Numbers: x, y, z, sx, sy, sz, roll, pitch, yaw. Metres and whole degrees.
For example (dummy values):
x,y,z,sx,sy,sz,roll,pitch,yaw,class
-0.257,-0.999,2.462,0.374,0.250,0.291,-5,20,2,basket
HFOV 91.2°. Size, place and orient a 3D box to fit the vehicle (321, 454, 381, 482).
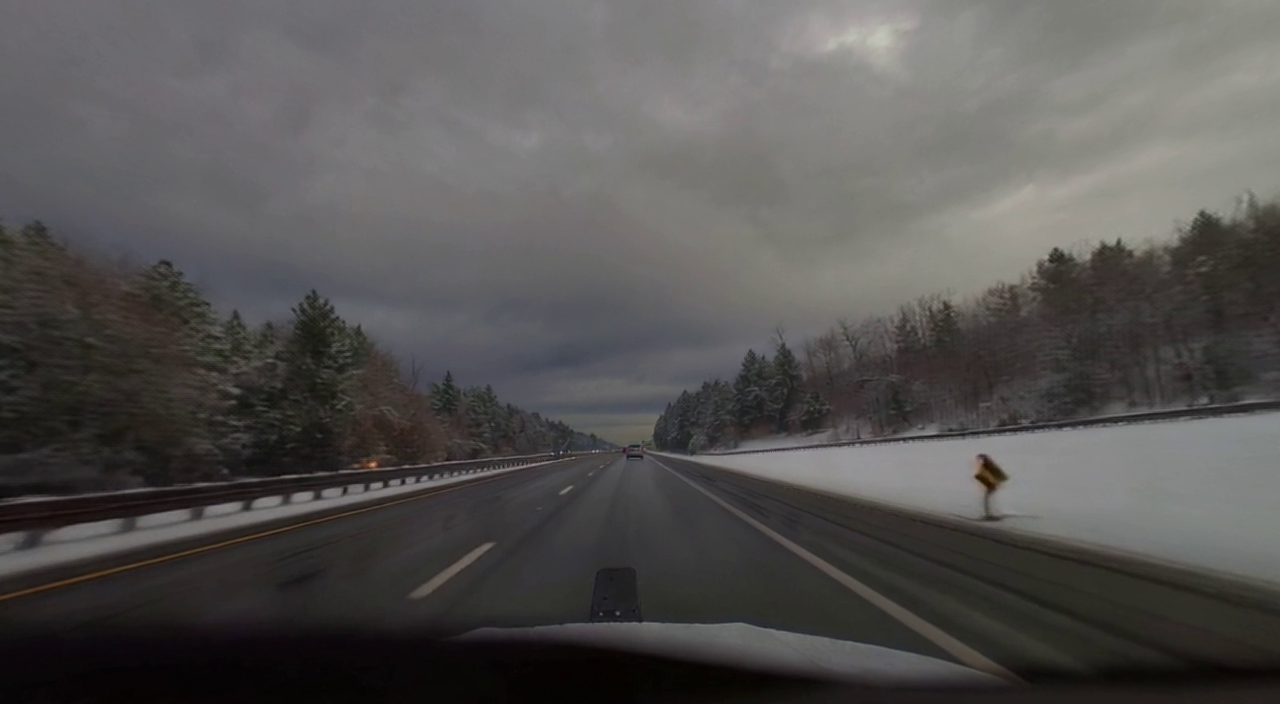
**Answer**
x,y,z,sx,sy,sz,roll,pitch,yaw,class
-17.491,7.023,38.175,1.670,1.532,4.187,0,-9,-1,vehicle
